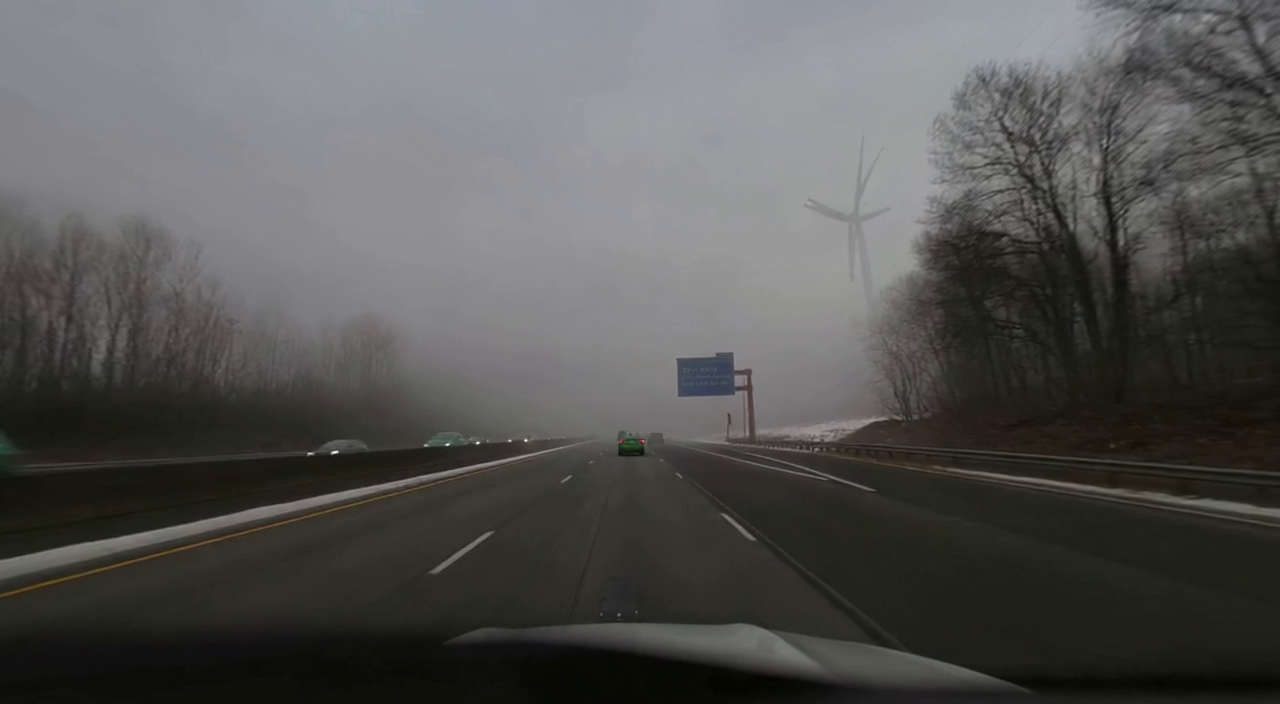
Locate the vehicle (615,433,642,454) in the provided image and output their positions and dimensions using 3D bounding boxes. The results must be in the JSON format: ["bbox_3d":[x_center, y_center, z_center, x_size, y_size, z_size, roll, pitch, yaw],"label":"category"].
[{"bbox_3d":[-0.856,6.764,46.659,1.892,1.496,3.575,0,-8,-1],"label":"vehicle"}]

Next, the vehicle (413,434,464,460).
[{"bbox_3d":[-13.033,6.148,40.848,1.909,1.616,4.153,0,-8,0],"label":"vehicle"}]

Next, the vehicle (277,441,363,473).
[{"bbox_3d":[-16.482,5.402,32.685,1.931,1.501,4.767,0,-8,0],"label":"vehicle"}]
